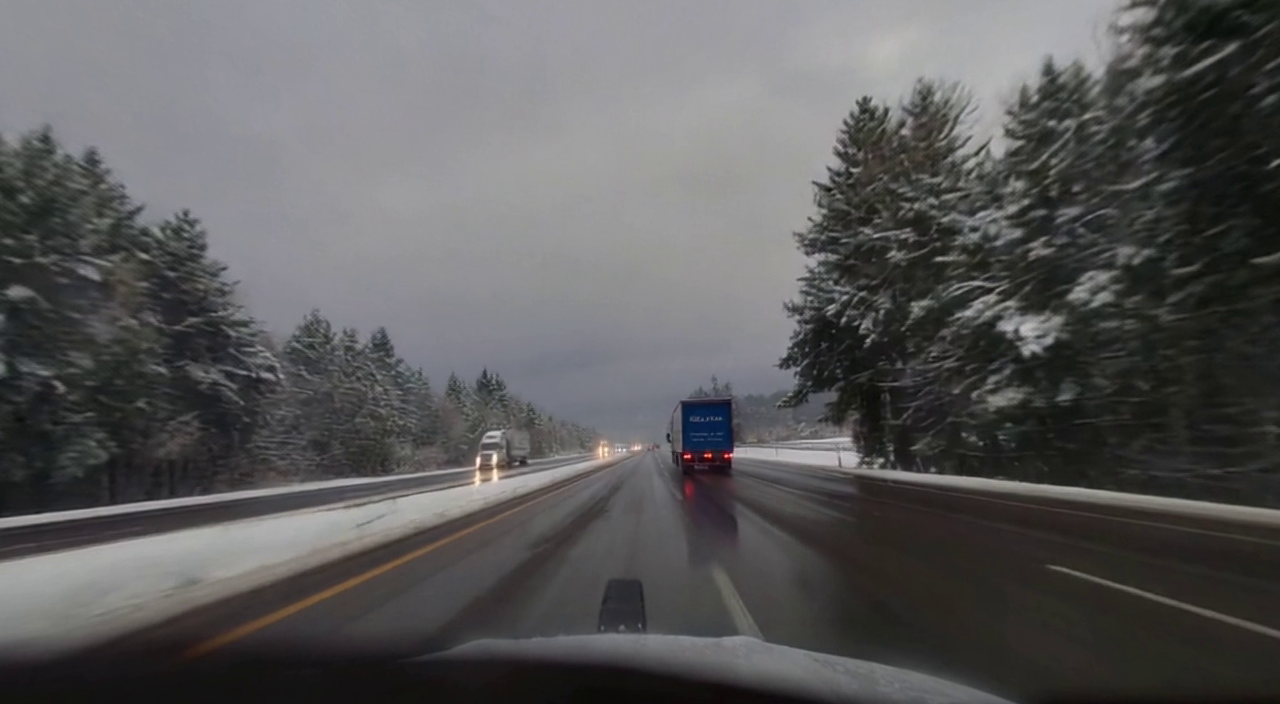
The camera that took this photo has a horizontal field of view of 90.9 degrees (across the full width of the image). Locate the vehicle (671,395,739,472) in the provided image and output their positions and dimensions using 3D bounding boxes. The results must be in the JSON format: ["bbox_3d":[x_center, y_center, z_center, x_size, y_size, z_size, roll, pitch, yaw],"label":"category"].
[{"bbox_3d":[3.916,5.469,41.244,3.341,4.269,12.252,0,-9,1],"label":"vehicle"}]
